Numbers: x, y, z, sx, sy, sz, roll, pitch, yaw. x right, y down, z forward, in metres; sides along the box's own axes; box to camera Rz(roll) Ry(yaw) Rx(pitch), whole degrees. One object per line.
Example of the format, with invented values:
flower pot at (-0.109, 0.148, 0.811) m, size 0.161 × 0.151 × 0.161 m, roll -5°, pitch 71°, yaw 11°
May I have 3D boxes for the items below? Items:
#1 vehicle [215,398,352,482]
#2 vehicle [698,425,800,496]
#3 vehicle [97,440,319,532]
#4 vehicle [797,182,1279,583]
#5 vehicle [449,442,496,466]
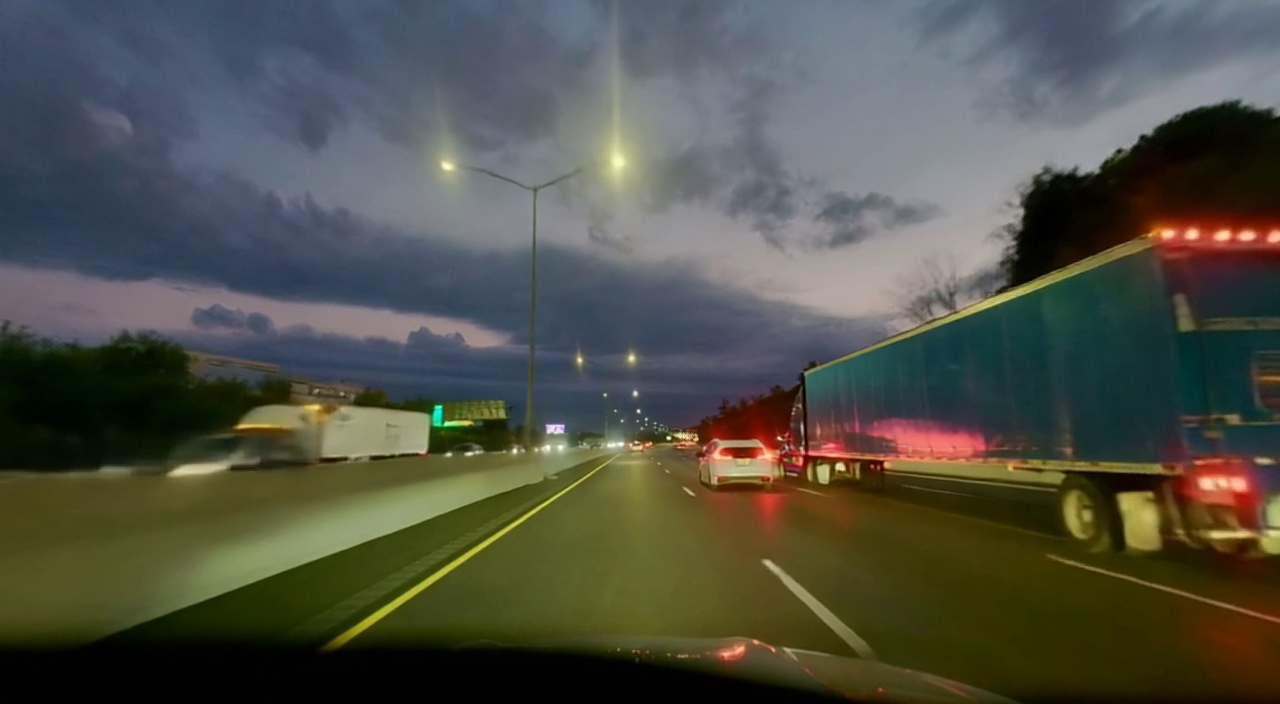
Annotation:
vehicle at (-18.532, 4.696, 33.587) m, size 2.999 × 3.935 × 7.111 m, roll 0°, pitch -8°, yaw 0°
vehicle at (2.867, 2.977, 17.656) m, size 1.973 × 1.710 × 4.476 m, roll 0°, pitch -8°, yaw -1°
vehicle at (-7.572, 2.335, 11.521) m, size 1.613 × 1.392 × 3.376 m, roll 0°, pitch -8°, yaw 1°
vehicle at (6.836, 1.288, 13.627) m, size 2.864 × 4.060 × 14.637 m, roll 0°, pitch -8°, yaw -1°
vehicle at (-10.980, 6.727, 41.707) m, size 1.943 × 1.468 × 4.227 m, roll 0°, pitch -9°, yaw 0°
